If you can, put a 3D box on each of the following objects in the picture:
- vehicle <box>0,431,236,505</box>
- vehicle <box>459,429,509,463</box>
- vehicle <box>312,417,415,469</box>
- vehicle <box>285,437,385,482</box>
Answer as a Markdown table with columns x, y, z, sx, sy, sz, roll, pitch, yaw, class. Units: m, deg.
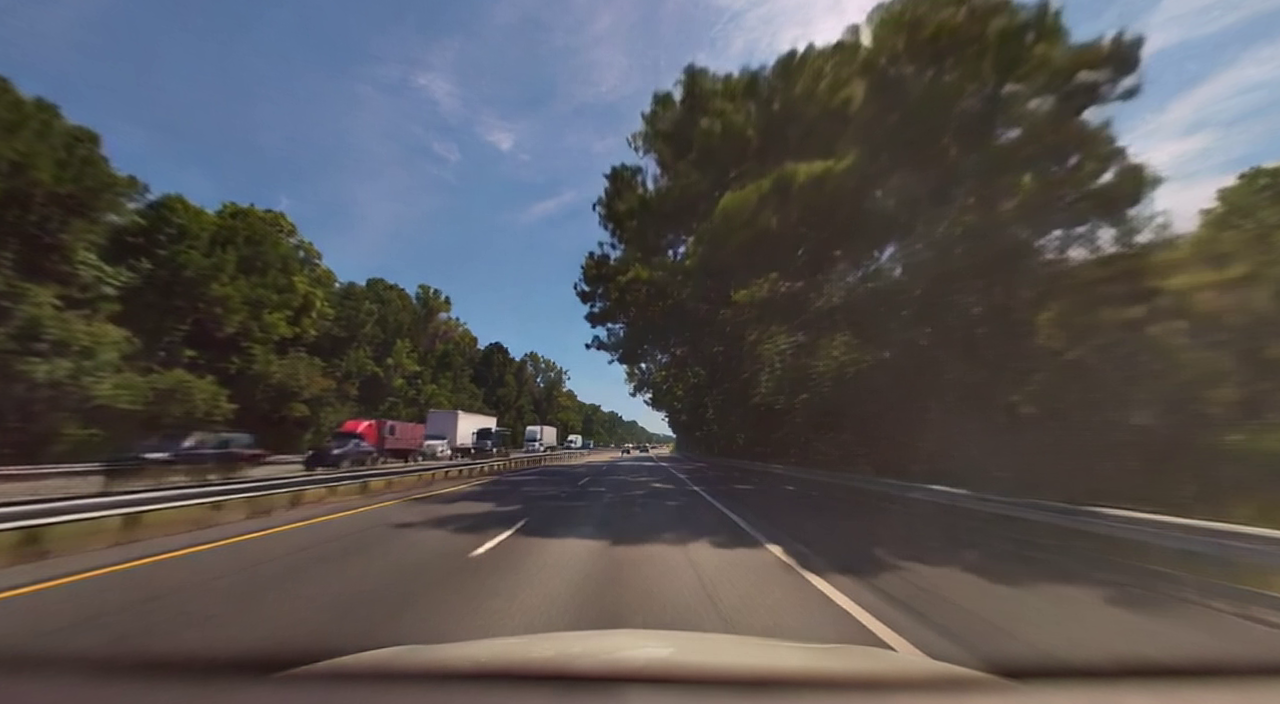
| x | y | z | sx | sy | sz | roll | pitch | yaw | class |
| --- | --- | --- | --- | --- | --- | --- | --- | --- | --- |
| -12.628 | 2.816 | 15.733 | 2.140 | 1.563 | 4.347 | 0 | -9 | 0 | vehicle |
| -11.709 | 7.110 | 47.710 | 2.308 | 2.426 | 5.240 | 0 | -9 | 1 | vehicle |
| -16.838 | 5.674 | 39.173 | 2.790 | 2.882 | 7.737 | 0 | -9 | 1 | vehicle |
| -12.459 | 4.413 | 26.117 | 1.966 | 1.662 | 4.366 | 0 | -9 | 0 | vehicle |
